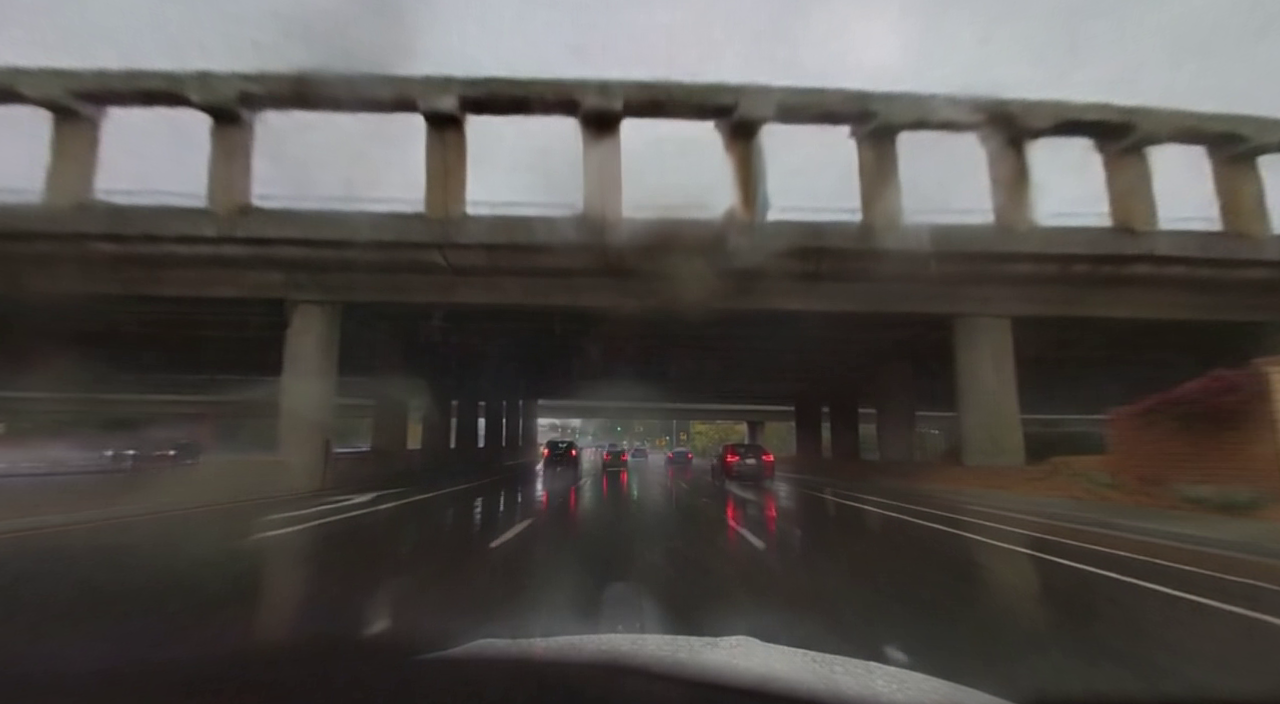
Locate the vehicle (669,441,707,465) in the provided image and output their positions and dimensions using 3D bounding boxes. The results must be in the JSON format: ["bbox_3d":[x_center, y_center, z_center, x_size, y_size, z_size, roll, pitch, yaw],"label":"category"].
[{"bbox_3d":[3.510,7.509,47.044,2.377,1.678,4.353,0,-8,-2],"label":"vehicle"}]

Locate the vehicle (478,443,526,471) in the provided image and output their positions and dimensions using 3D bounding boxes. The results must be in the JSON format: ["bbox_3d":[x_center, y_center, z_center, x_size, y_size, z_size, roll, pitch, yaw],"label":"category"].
[{"bbox_3d":[-8.078,6.188,37.453,2.007,1.519,4.366,0,-8,-2],"label":"vehicle"}]
